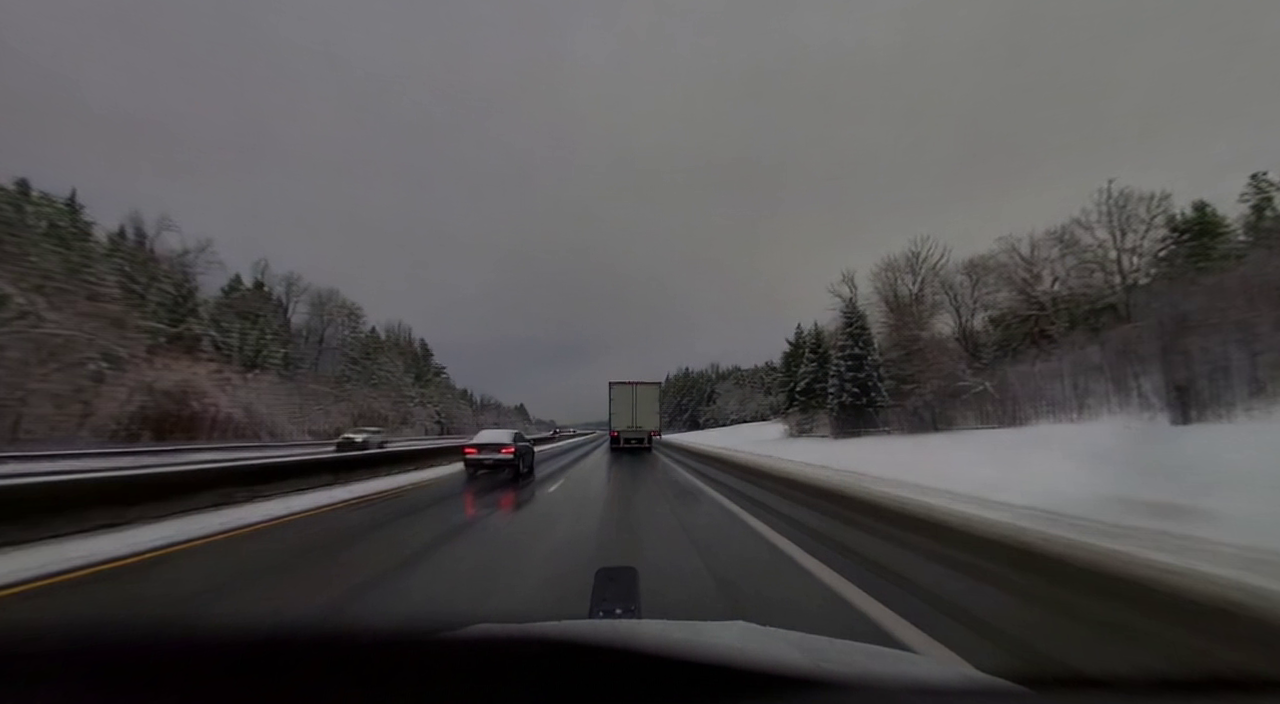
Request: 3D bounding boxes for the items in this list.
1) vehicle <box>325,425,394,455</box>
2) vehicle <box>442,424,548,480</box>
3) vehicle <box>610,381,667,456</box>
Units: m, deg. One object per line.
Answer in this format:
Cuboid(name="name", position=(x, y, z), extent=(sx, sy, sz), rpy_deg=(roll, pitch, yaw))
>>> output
Cuboid(name="vehicle", position=(-15.424, 4.838, 34.782), extent=(1.852, 1.549, 4.211), rpy_deg=(0, -8, 0))
Cuboid(name="vehicle", position=(-4.253, 3.006, 19.230), extent=(2.217, 1.495, 4.245), rpy_deg=(0, -8, 0))
Cuboid(name="vehicle", position=(-0.325, 4.331, 39.503), extent=(3.013, 4.016, 11.496), rpy_deg=(0, -8, -2))
